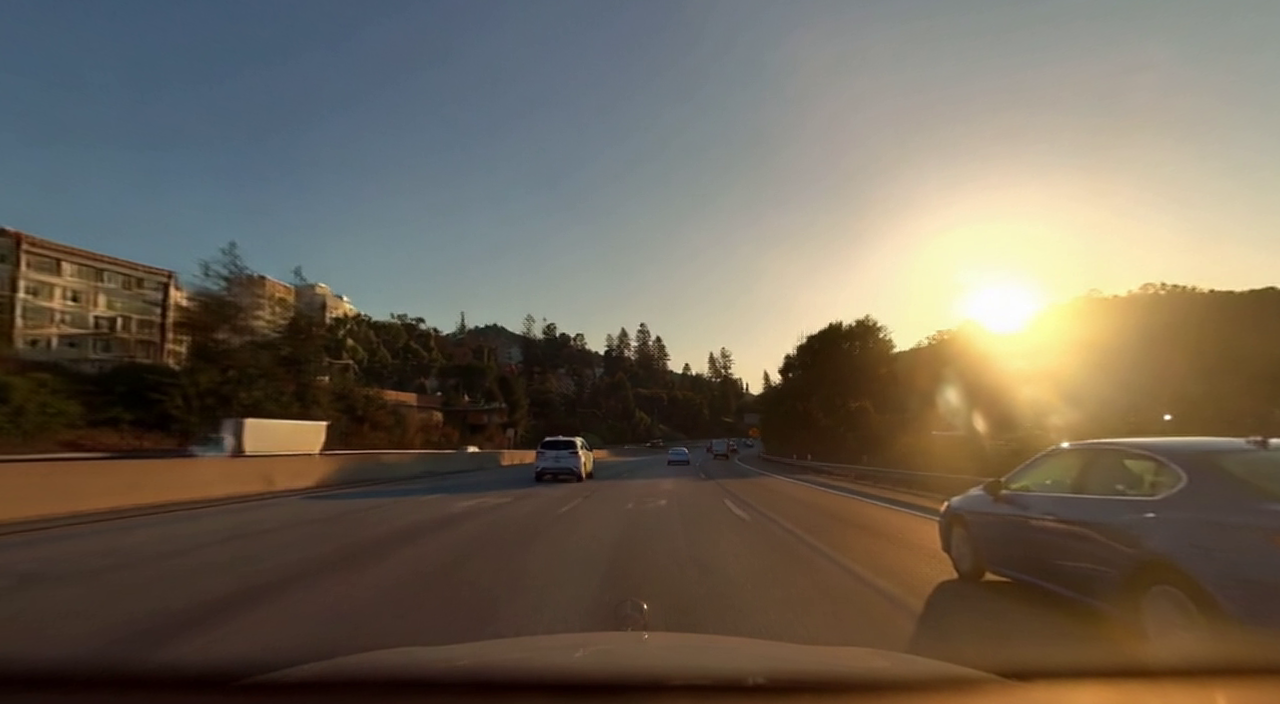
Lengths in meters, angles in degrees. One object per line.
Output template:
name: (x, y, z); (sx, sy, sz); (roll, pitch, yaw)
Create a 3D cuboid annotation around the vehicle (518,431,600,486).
vehicle: (-2.879, 3.952, 23.737); (2.185, 1.823, 4.854); (0, -9, 3)

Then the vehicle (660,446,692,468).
vehicle: (2.573, 7.320, 44.240); (2.158, 1.458, 3.656); (-1, -9, 5)

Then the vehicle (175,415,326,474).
vehicle: (-23.622, 5.729, 39.067); (3.071, 3.203, 8.905); (-1, -9, 4)

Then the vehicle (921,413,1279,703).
vehicle: (3.998, 1.246, 4.246); (2.131, 1.497, 4.456); (0, -9, 0)
